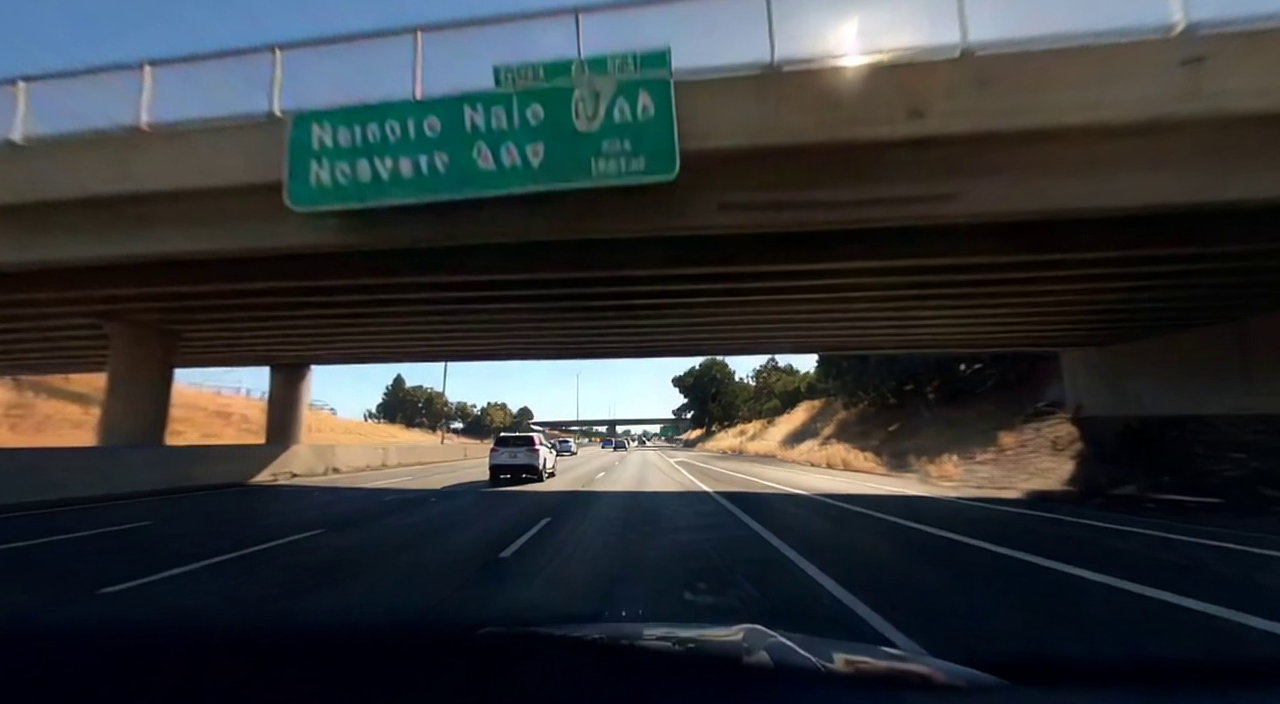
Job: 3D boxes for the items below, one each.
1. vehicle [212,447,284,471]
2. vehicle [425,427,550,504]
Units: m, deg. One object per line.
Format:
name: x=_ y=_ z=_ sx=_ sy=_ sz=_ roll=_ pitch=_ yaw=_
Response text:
vehicle: x=-25.319 y=6.909 z=40.734 sx=1.825 sy=1.430 sz=4.256 roll=0 pitch=-8 yaw=2
vehicle: x=-3.710 y=2.860 z=16.234 sx=2.048 sy=1.705 sz=4.384 roll=0 pitch=-8 yaw=1
